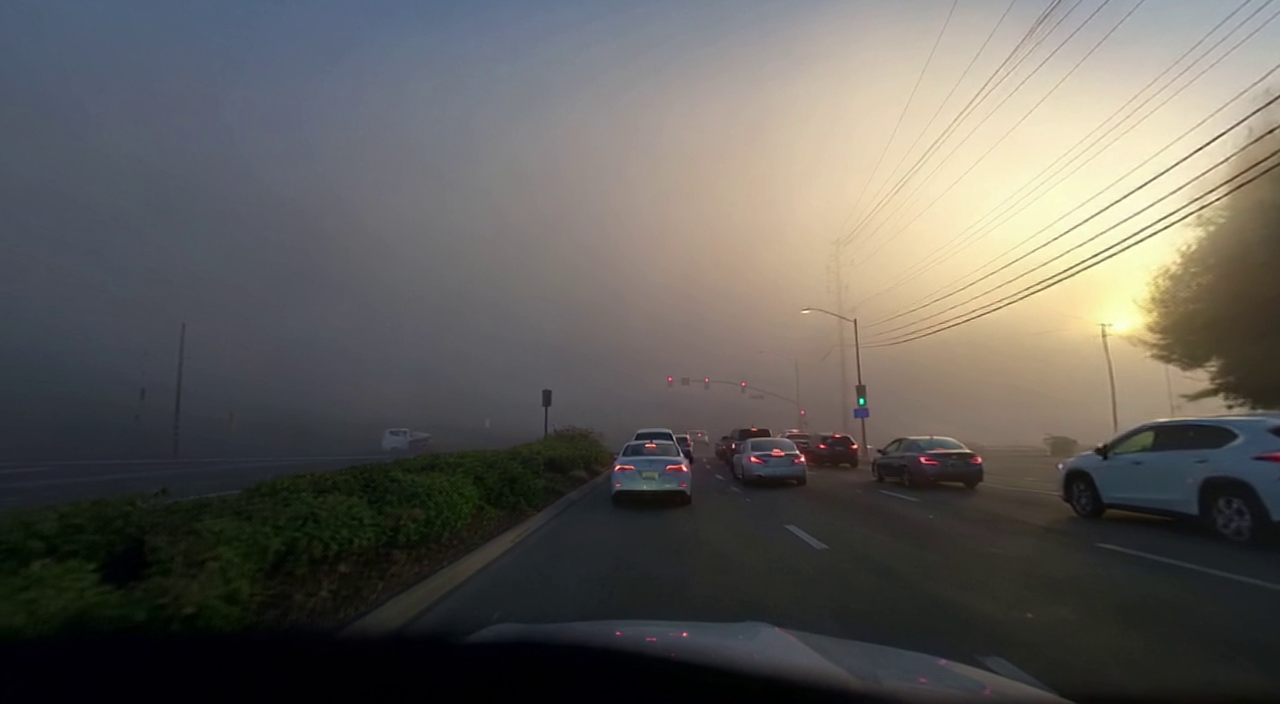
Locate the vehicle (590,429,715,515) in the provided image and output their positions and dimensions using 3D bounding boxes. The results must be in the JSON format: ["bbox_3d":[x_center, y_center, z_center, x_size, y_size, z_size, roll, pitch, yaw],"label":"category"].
[{"bbox_3d":[0.261,2.451,13.422,2.208,1.498,4.401,0,-8,1],"label":"vehicle"}]

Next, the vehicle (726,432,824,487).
[{"bbox_3d":[3.951,3.239,19.243,2.028,1.454,4.531,0,-8,1],"label":"vehicle"}]

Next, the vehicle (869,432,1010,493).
[{"bbox_3d":[8.165,3.044,17.710,1.905,1.483,4.469,-1,-8,2],"label":"vehicle"}]

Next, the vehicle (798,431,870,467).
[{"bbox_3d":[8.972,4.527,29.572,1.966,1.536,4.666,0,-8,1],"label":"vehicle"}]

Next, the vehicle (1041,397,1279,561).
[{"bbox_3d":[8.251,1.655,8.658,2.195,1.802,5.051,0,-8,1],"label":"vehicle"}]
